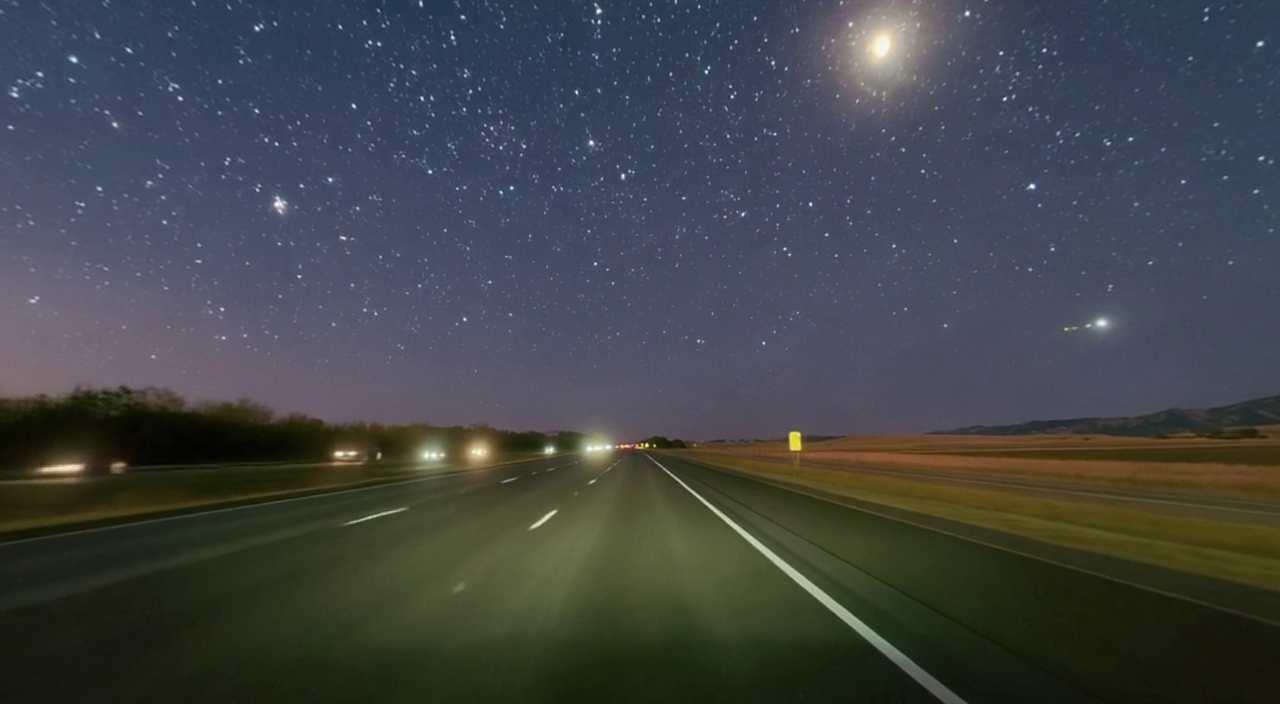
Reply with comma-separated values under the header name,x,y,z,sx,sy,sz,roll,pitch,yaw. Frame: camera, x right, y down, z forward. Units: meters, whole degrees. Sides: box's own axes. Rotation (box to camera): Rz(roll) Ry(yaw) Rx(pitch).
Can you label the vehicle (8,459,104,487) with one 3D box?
name,x,y,z,sx,sy,sz,roll,pitch,yaw
vehicle,-36.361,7.533,39.494,1.829,1.558,4.296,0,-8,0
